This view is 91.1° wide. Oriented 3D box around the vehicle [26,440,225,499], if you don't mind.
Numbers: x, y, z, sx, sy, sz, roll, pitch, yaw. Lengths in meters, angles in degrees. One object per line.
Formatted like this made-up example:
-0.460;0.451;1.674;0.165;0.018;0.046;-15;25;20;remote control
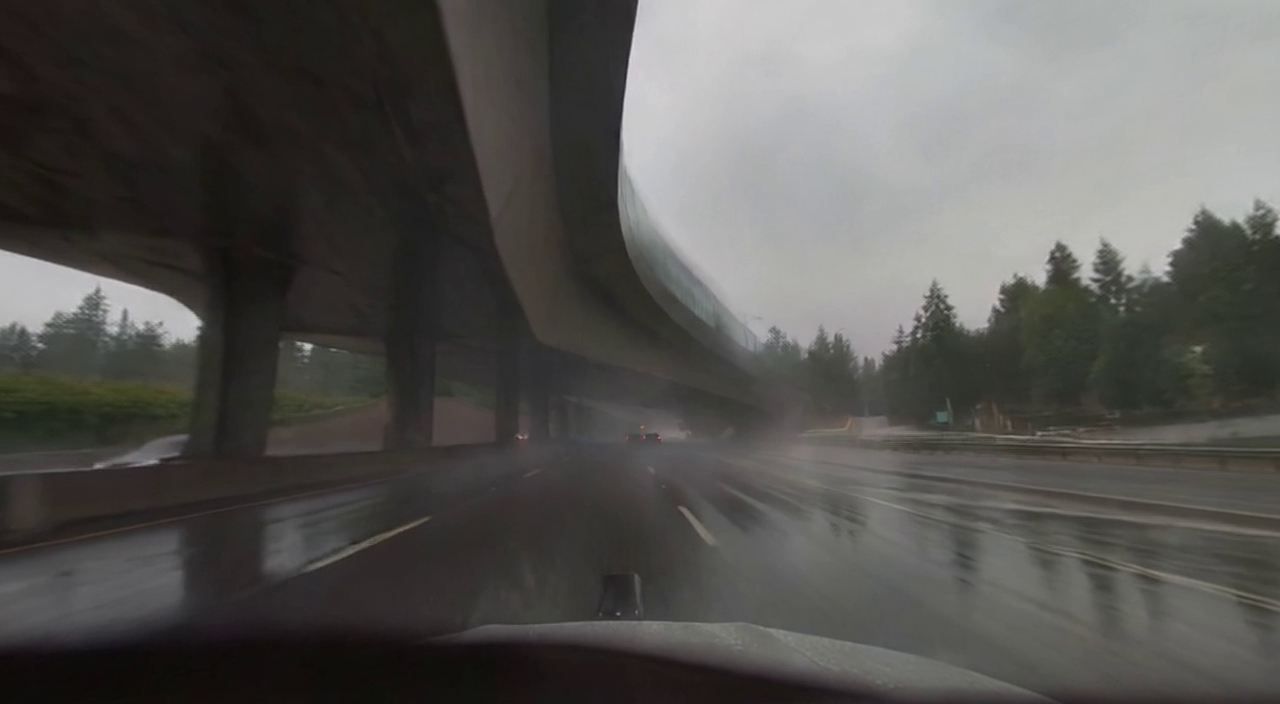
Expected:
-14.640;3.321;18.368;1.969;1.473;4.711;0;-8;-2;vehicle
